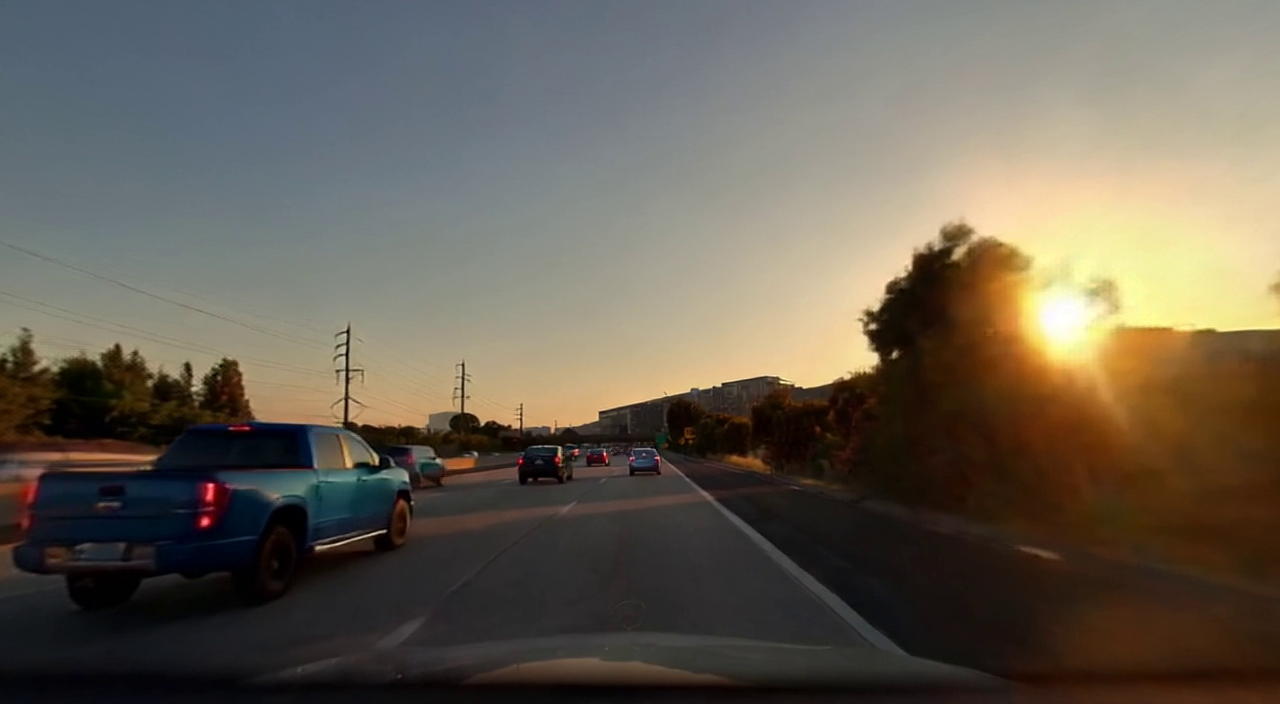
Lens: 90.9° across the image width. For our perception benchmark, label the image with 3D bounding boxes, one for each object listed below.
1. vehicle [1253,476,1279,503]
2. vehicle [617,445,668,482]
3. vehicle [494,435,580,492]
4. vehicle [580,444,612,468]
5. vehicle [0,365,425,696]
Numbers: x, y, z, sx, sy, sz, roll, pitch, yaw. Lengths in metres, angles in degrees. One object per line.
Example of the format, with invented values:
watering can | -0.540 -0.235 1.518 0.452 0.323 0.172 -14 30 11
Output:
vehicle | 39.774 8.550 39.230 4.203 1.418 1.942 8 -12 -42
vehicle | 0.106 4.809 27.580 2.047 1.473 3.978 0 -8 0
vehicle | -3.473 3.867 22.264 2.133 1.789 4.518 -1 -8 2
vehicle | -3.280 7.894 48.029 1.993 1.717 4.321 -1 -8 2
vehicle | -4.190 1.391 6.277 2.198 1.848 5.346 0 -8 0
